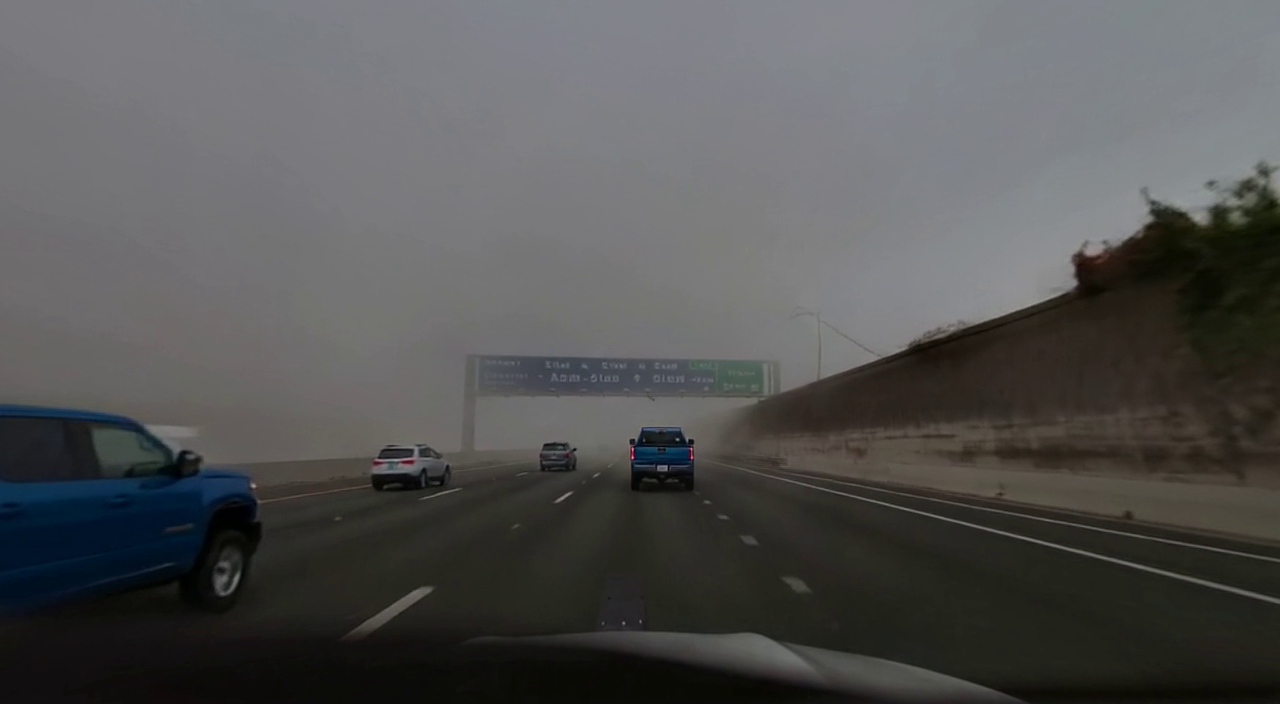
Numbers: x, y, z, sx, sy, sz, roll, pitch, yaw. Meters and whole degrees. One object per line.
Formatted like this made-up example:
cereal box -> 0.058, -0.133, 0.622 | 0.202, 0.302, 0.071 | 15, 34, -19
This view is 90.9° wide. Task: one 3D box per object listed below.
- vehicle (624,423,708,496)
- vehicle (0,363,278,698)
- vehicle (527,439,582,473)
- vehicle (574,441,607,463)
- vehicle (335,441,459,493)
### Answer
vehicle -> 0.610, 3.053, 18.211 | 2.083, 1.792, 4.782 | 0, -9, -1
vehicle -> -4.441, 0.954, 3.327 | 1.954, 1.792, 5.187 | 0, -9, 0
vehicle -> -4.200, 5.197, 31.716 | 1.961, 1.591, 4.756 | 0, -8, 2
vehicle -> -3.646, 7.551, 47.604 | 2.061, 1.584, 4.290 | 0, -8, 1
vehicle -> -7.724, 3.687, 20.675 | 2.081, 1.463, 4.749 | 0, -8, 1
